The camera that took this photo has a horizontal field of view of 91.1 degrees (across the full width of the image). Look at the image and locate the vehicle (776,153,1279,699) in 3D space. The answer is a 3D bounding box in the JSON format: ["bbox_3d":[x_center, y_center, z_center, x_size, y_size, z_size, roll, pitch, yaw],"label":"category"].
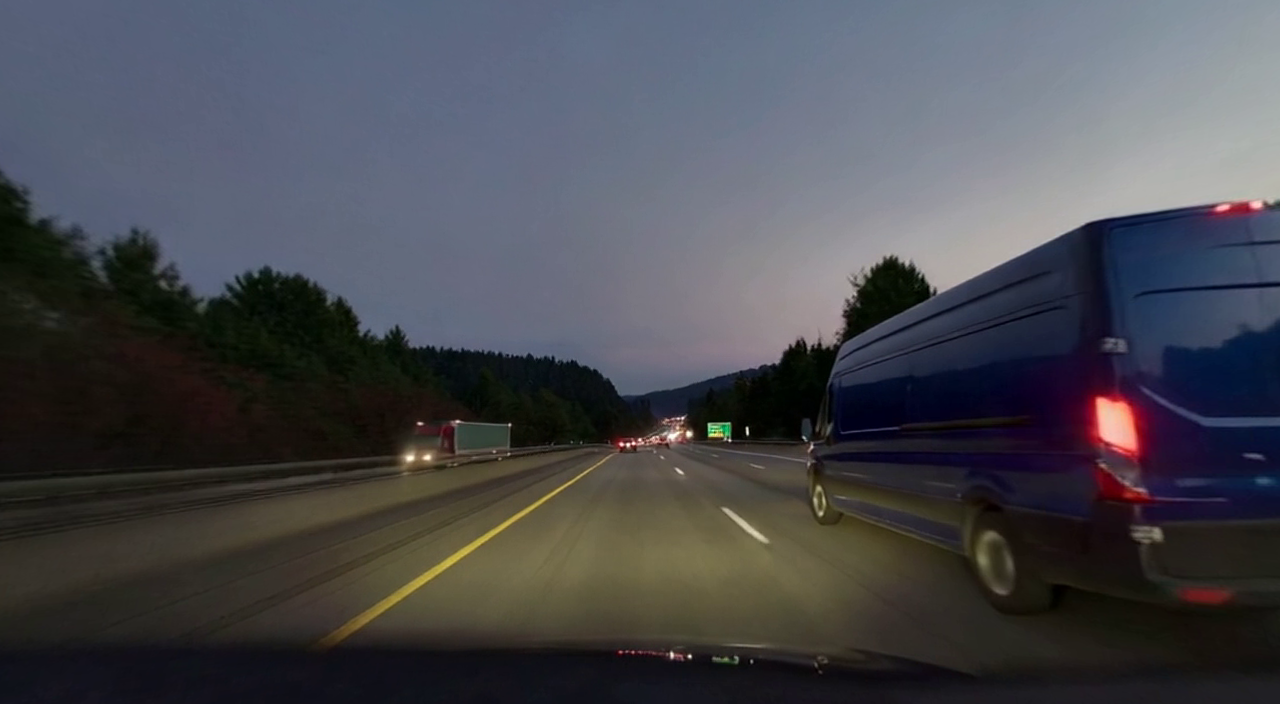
[{"bbox_3d":[3.543,0.763,6.623,2.416,2.595,7.243,0,-8,-1],"label":"vehicle"}]

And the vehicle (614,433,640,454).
[{"bbox_3d":[-0.992,6.986,48.297,1.900,1.524,4.324,0,-8,-1],"label":"vehicle"}]
